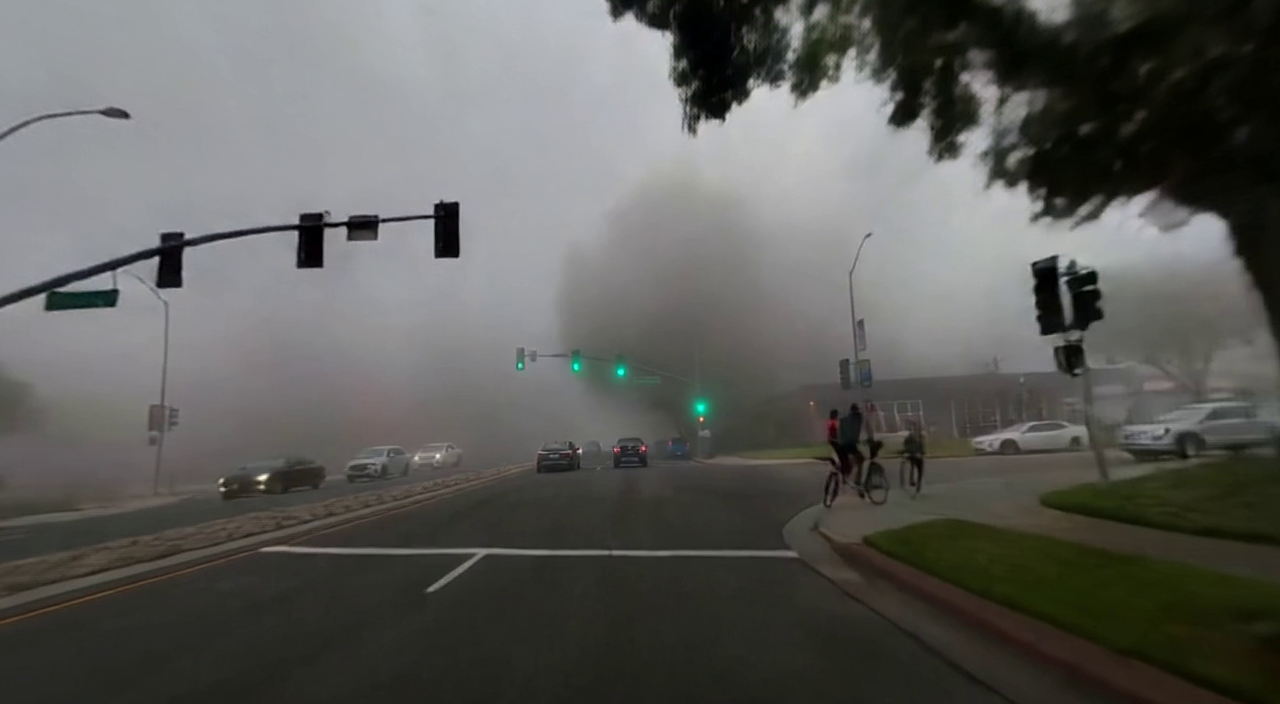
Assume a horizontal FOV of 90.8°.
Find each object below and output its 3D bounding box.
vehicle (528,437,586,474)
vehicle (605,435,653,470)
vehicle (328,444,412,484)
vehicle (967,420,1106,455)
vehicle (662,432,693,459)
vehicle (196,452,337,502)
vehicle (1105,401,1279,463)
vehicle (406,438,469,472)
[{"bbox_3d":[-3.558,4.522,27.839,1.921,1.477,4.083,-1,-8,1],"label":"vehicle"},{"bbox_3d":[-0.521,4.651,29.423,2.085,1.475,3.976,0,-8,-1],"label":"vehicle"},{"bbox_3d":[-12.609,5.212,29.882,1.986,1.712,4.399,-1,-8,1],"label":"vehicle"},{"bbox_3d":[17.168,3.745,27.569,4.517,1.455,2.233,-1,-8,3],"label":"vehicle"},{"bbox_3d":[2.773,6.974,47.273,2.175,1.850,5.118,-1,-8,2],"label":"vehicle"},{"bbox_3d":[-12.596,4.213,21.745,1.909,1.462,4.608,-1,-8,2],"label":"vehicle"},{"bbox_3d":[17.015,2.401,18.844,4.524,1.699,2.068,-1,-8,2],"label":"vehicle"},{"bbox_3d":[-12.426,6.355,39.133,2.260,1.921,4.902,-1,-8,0],"label":"vehicle"}]
